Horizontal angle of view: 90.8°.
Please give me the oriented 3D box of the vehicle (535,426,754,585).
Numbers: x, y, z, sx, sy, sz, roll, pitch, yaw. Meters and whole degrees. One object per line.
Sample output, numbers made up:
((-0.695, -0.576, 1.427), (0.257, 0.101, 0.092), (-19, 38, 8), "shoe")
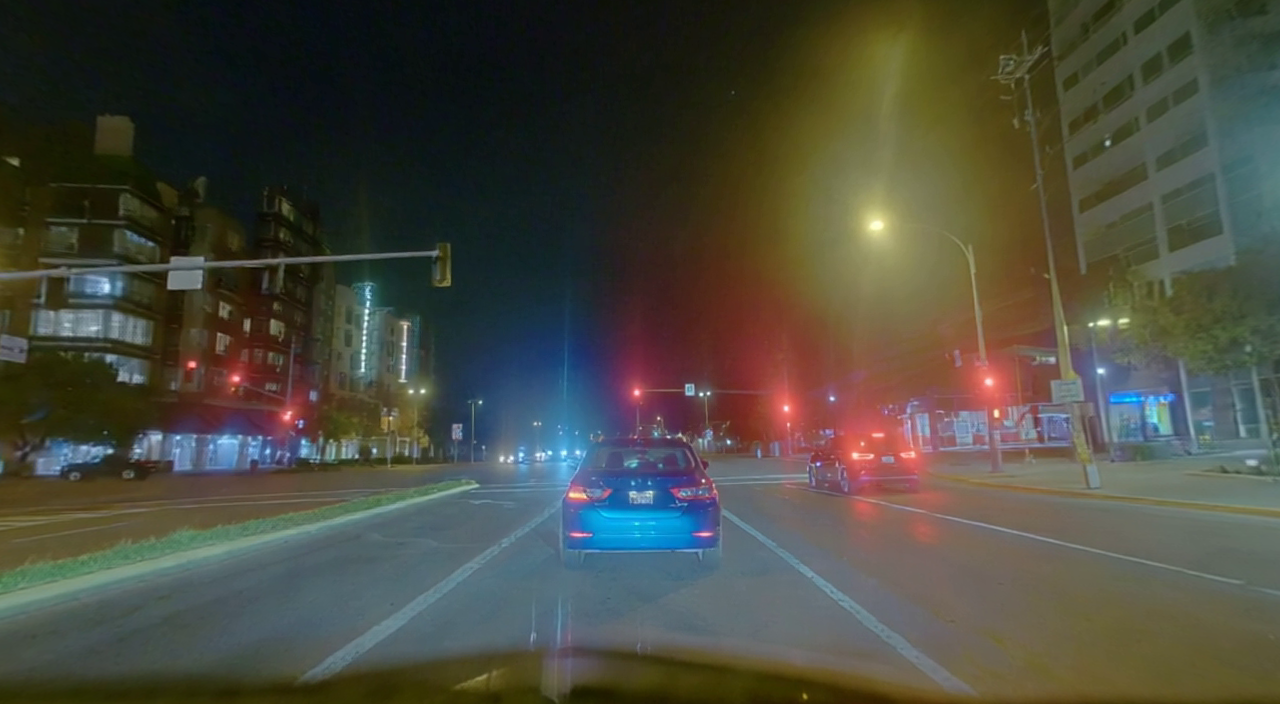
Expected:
((-0.015, 1.767, 8.157), (2.070, 1.488, 4.206), (0, -8, -2), "vehicle")

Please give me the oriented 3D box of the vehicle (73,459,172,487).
((-32.397, 7.557, 39.641), (4.401, 1.625, 1.863), (0, -8, -4), "vehicle")

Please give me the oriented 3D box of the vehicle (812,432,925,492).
((7.053, 3.439, 20.068), (2.039, 1.692, 4.319), (0, -8, 1), "vehicle")
